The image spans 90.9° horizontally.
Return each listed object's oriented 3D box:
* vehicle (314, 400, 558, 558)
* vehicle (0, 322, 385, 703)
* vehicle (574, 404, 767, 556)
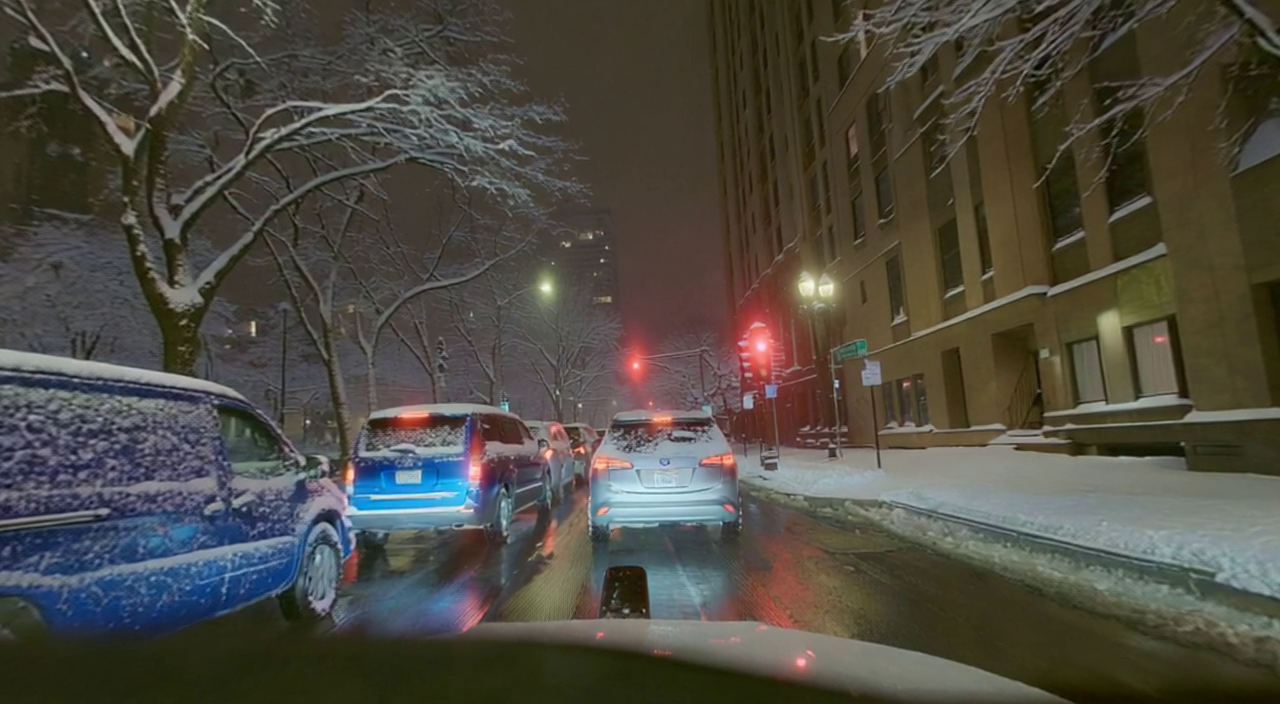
[{"bbox_3d":[-2.649,1.792,9.606,2.124,1.799,4.587,0,-8,1],"label":"vehicle"},{"bbox_3d":[-3.178,0.955,3.446,1.940,1.722,3.823,0,-8,0],"label":"vehicle"},{"bbox_3d":[0.360,1.752,9.249,2.205,1.727,3.917,0,-8,0],"label":"vehicle"}]
